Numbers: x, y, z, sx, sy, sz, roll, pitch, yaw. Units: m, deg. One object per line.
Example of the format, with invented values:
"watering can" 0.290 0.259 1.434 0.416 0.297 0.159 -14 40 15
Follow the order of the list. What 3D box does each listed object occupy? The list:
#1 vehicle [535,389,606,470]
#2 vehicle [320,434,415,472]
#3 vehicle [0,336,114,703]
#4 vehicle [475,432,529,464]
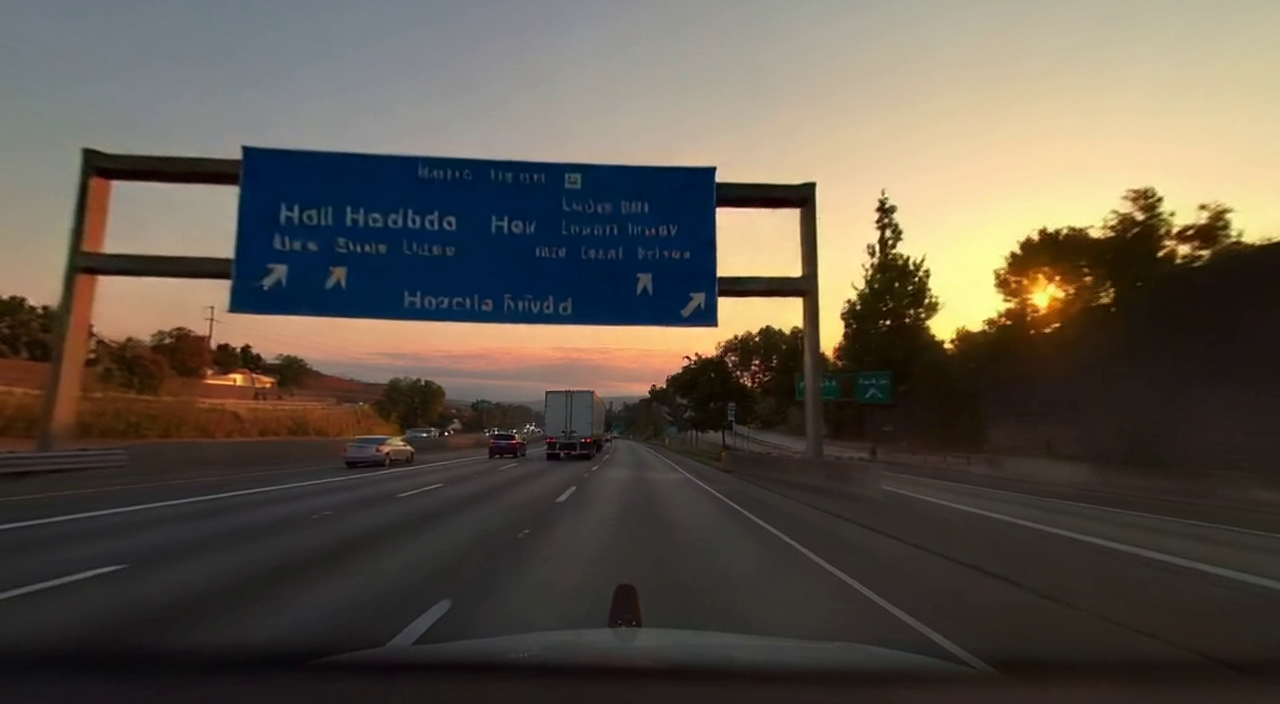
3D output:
"vehicle" -3.813 4.722 37.582 3.002 3.987 12.477 1 -8 -1
"vehicle" -11.416 4.215 26.712 1.959 1.460 4.661 0 -8 0
"vehicle" -3.709 0.528 0.925 2.091 1.637 4.346 0 -8 0
"vehicle" -7.844 5.472 36.121 2.075 1.691 4.431 0 -8 0
